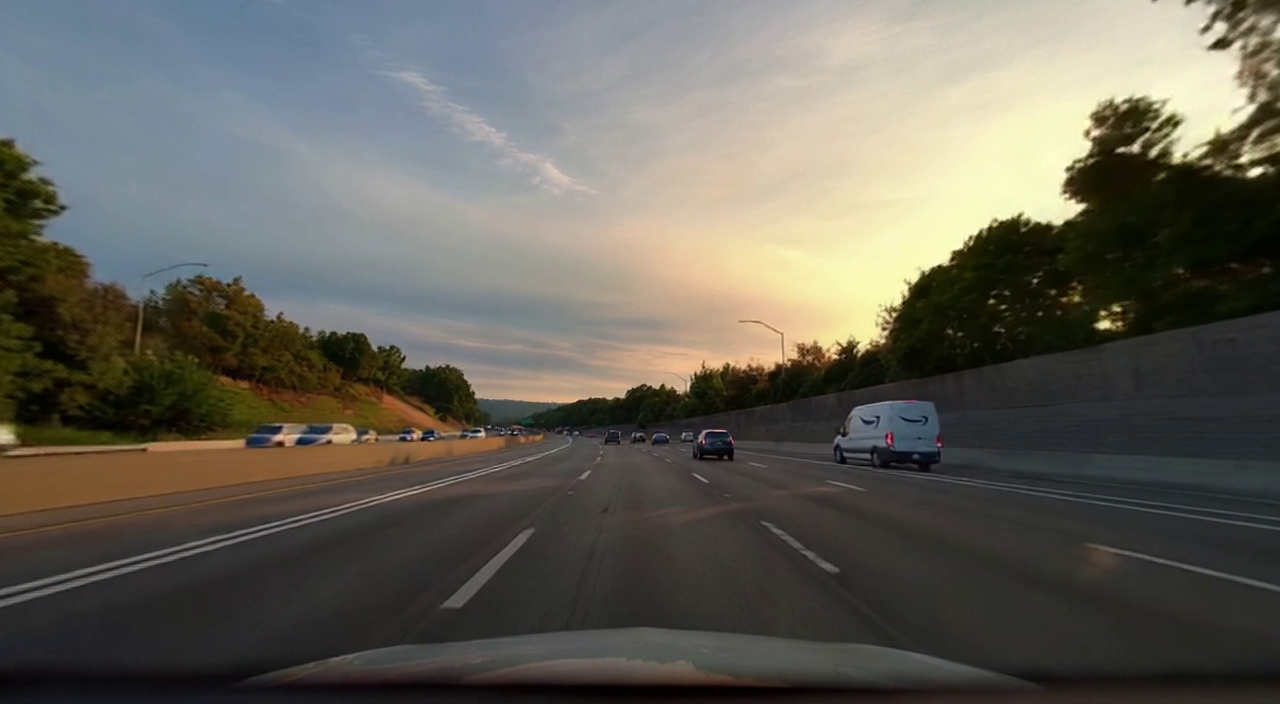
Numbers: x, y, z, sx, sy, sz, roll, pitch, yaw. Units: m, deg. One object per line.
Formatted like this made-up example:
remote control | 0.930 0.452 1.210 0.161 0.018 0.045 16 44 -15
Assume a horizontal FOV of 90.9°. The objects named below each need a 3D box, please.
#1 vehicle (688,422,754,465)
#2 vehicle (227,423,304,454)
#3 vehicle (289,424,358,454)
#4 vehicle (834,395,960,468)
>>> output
vehicle | 3.493 4.074 28.117 2.141 1.732 4.279 0 -8 -3
vehicle | -22.363 5.205 37.917 2.015 1.695 4.505 0 -8 -3
vehicle | -18.531 5.124 37.132 1.875 1.585 4.514 0 -8 -2
vehicle | 10.997 3.537 27.796 2.274 2.802 6.802 0 -8 -4
